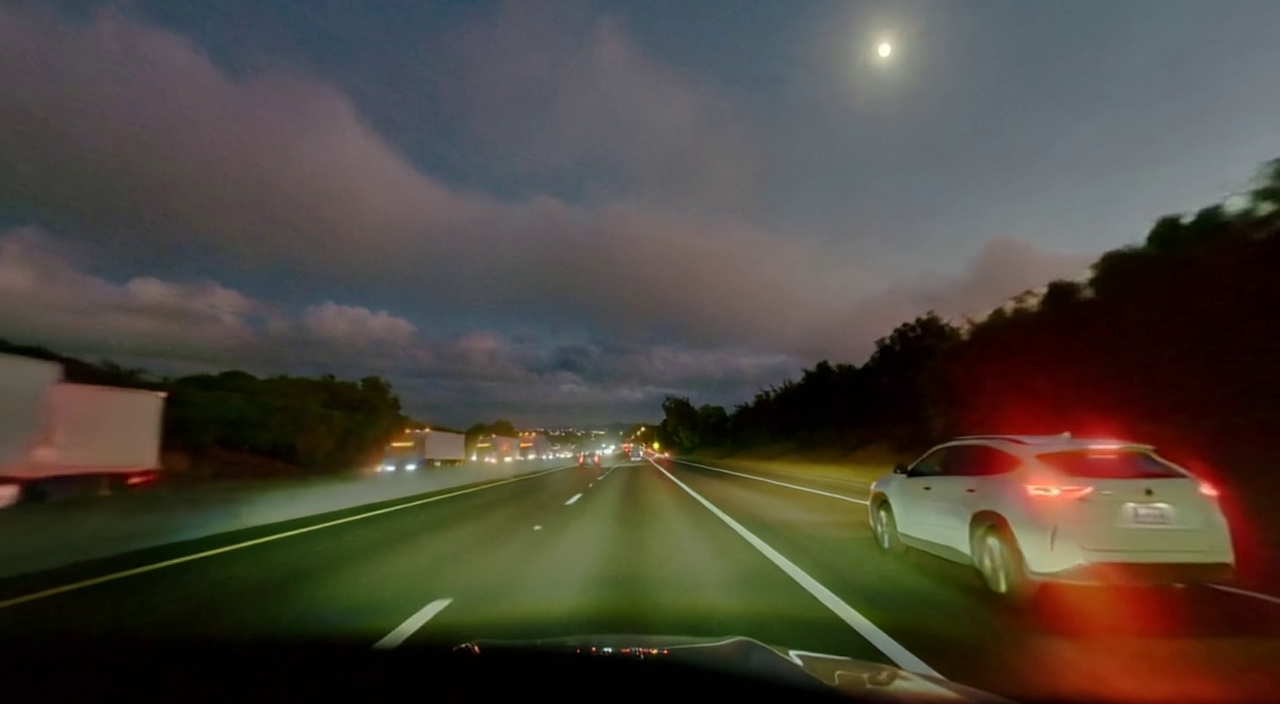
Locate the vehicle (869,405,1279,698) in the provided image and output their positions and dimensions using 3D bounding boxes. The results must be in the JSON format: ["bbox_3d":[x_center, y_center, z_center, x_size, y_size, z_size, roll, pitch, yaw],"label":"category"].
[{"bbox_3d":[3.889,1.371,5.523,2.053,1.504,4.386,0,-9,-1],"label":"vehicle"}]

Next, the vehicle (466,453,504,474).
[{"bbox_3d":[-11.827,8.518,48.327,1.859,1.455,4.185,0,-9,1],"label":"vehicle"}]

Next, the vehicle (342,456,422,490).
[{"bbox_3d":[-12.077,5.675,29.850,1.950,1.416,4.429,0,-9,0],"label":"vehicle"}]
